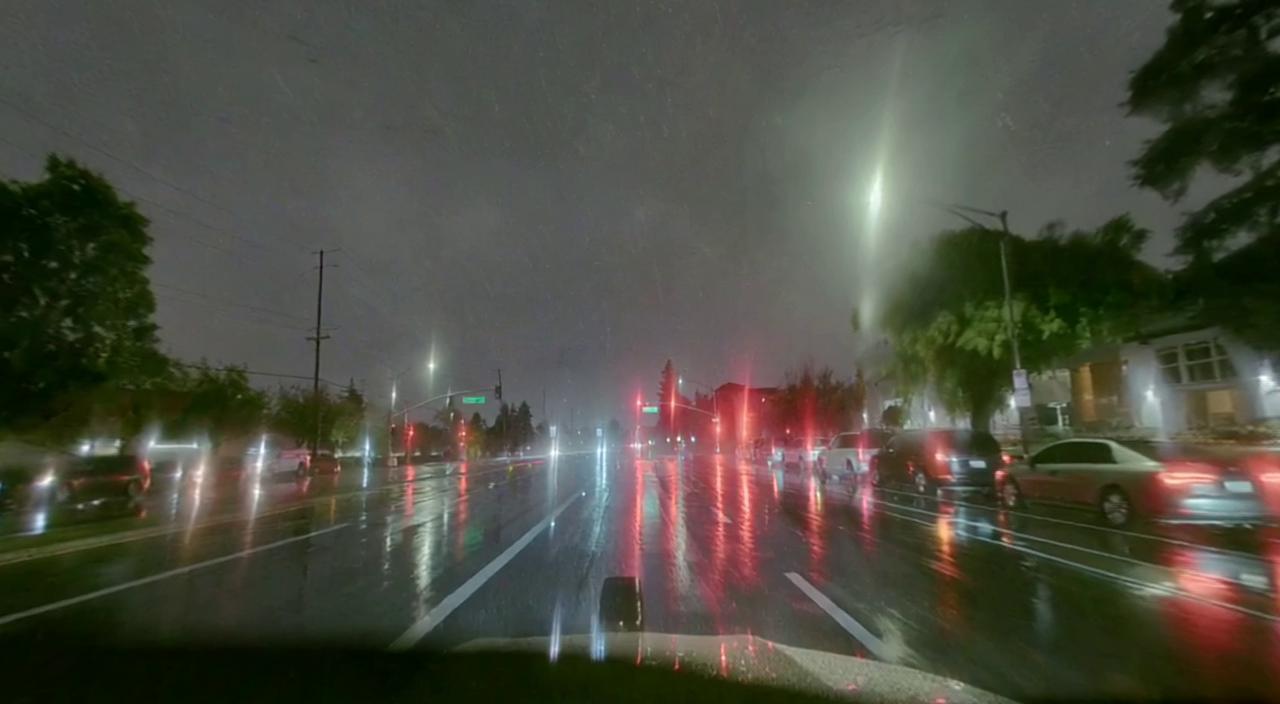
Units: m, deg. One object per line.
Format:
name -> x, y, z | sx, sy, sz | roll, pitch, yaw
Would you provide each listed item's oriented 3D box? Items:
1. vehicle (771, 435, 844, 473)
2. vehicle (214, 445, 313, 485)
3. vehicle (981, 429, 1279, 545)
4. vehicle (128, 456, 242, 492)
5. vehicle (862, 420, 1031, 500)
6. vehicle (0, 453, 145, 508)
vehicle -> 7.866, 4.848, 30.202 | 1.987, 1.628, 4.712 | 0, -9, -3
vehicle -> -22.346, 6.692, 37.906 | 2.328, 1.929, 6.055 | -5, -9, -1
vehicle -> 7.953, 2.080, 10.513 | 1.892, 1.457, 4.840 | 0, -9, 1
vehicle -> -22.297, 5.978, 31.293 | 1.878, 1.561, 5.061 | 0, -9, 0
vehicle -> 7.936, 2.847, 17.037 | 2.034, 1.822, 4.953 | 0, -9, 0
vehicle -> -22.323, 4.833, 24.225 | 2.322, 1.781, 5.374 | -1, -9, 0
